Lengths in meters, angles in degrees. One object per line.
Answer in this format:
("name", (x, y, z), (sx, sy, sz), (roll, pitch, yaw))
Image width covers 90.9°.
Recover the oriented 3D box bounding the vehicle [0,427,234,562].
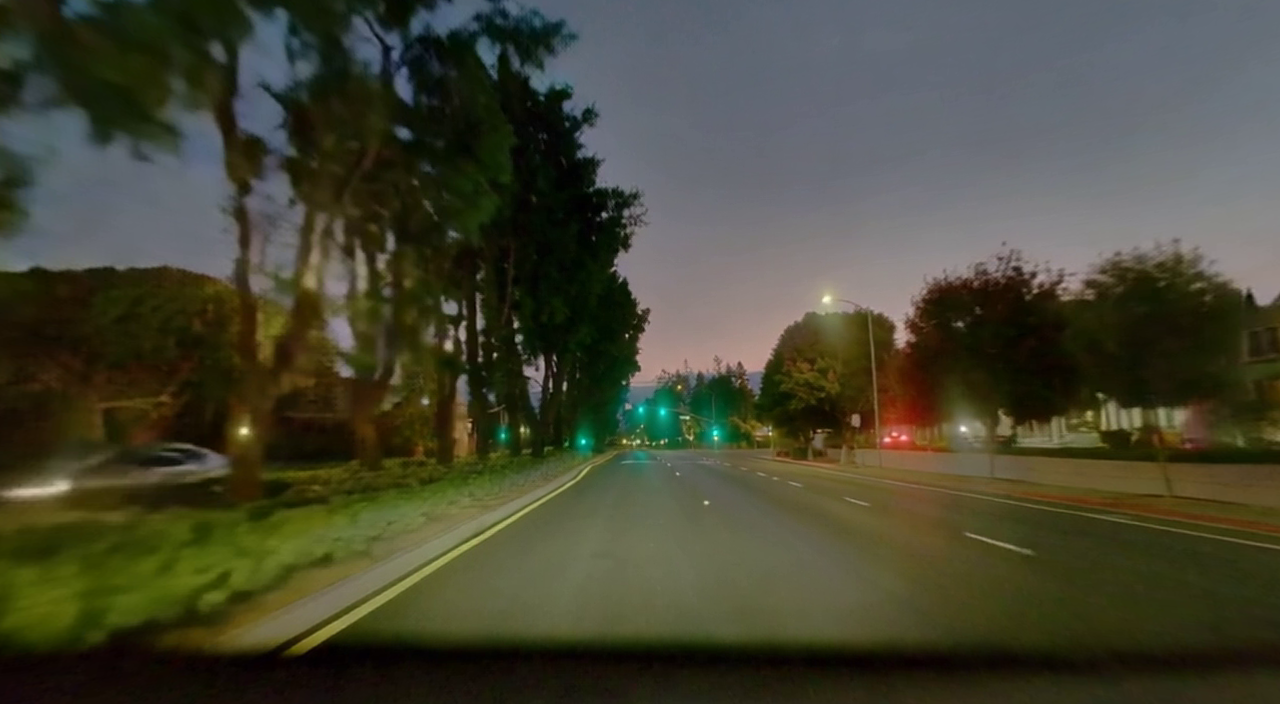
("vehicle", (-8.290, 1.917, 9.155), (1.936, 1.525, 4.214), (0, -8, 0))
